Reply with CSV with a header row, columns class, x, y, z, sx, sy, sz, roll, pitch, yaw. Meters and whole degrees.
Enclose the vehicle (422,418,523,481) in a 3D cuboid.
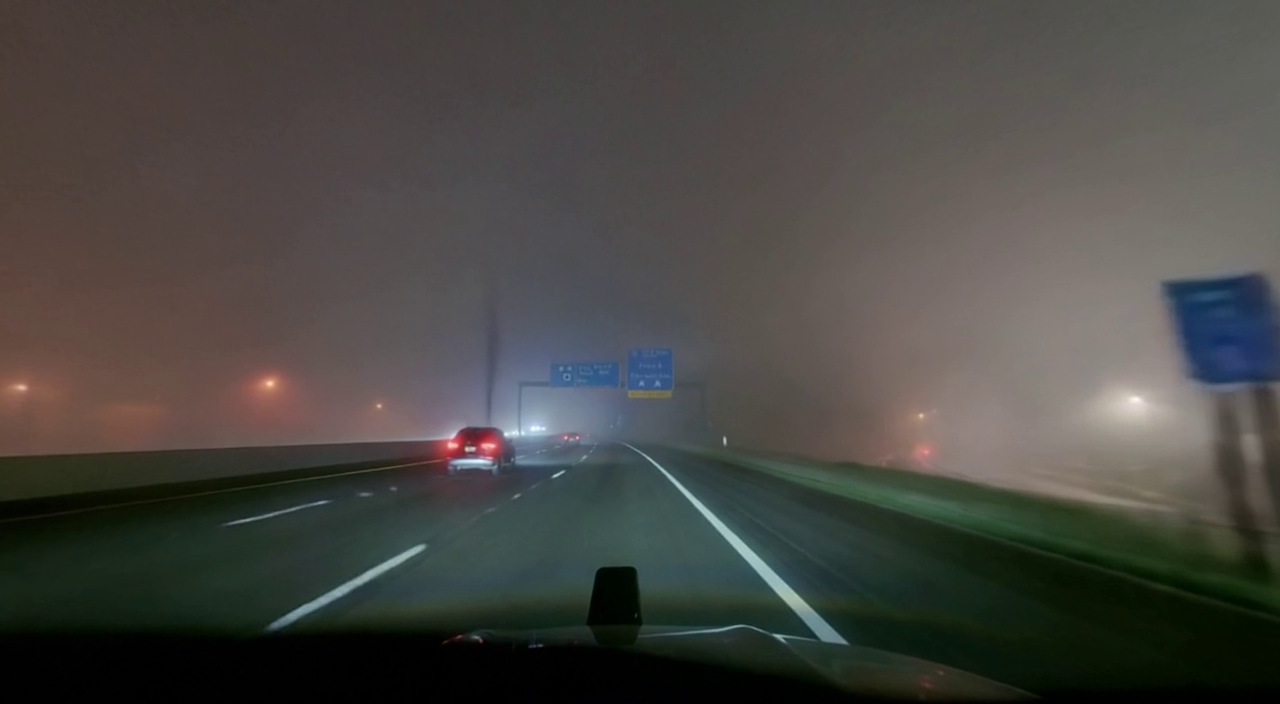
class,x,y,z,sx,sy,sz,roll,pitch,yaw
vehicle,-4.992,2.955,19.325,2.007,1.727,4.040,0,-8,0
